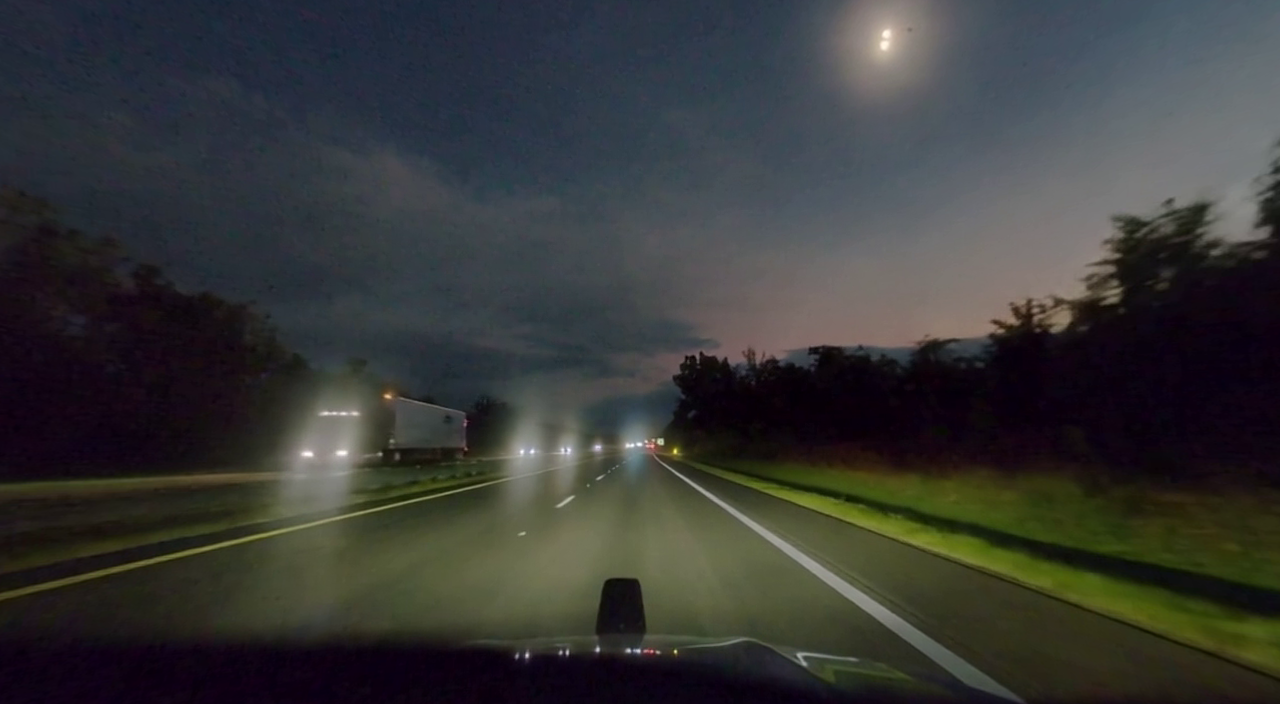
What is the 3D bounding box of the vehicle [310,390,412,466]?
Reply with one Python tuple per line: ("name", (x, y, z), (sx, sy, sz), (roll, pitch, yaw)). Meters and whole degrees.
("vehicle", (-15.427, 4.363, 35.423), (2.987, 3.859, 5.763), (0, -9, 0))
